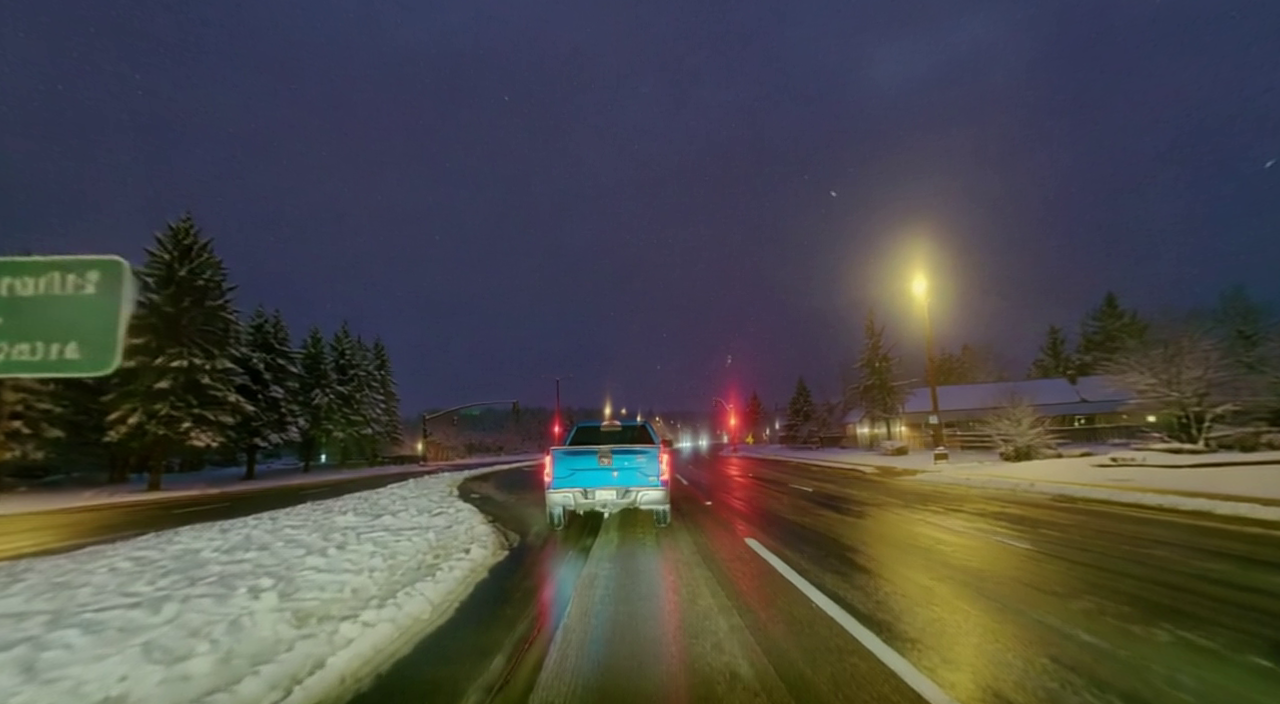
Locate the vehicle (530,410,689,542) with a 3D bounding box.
[{"bbox_3d":[-0.468,2.033,11.019,2.145,1.762,4.731,0,-8,-1],"label":"vehicle"}]

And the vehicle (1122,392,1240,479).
[{"bbox_3d":[16.541,2.569,19.389,1.862,2.438,1.649,-1,-10,-14],"label":"vehicle"}]
